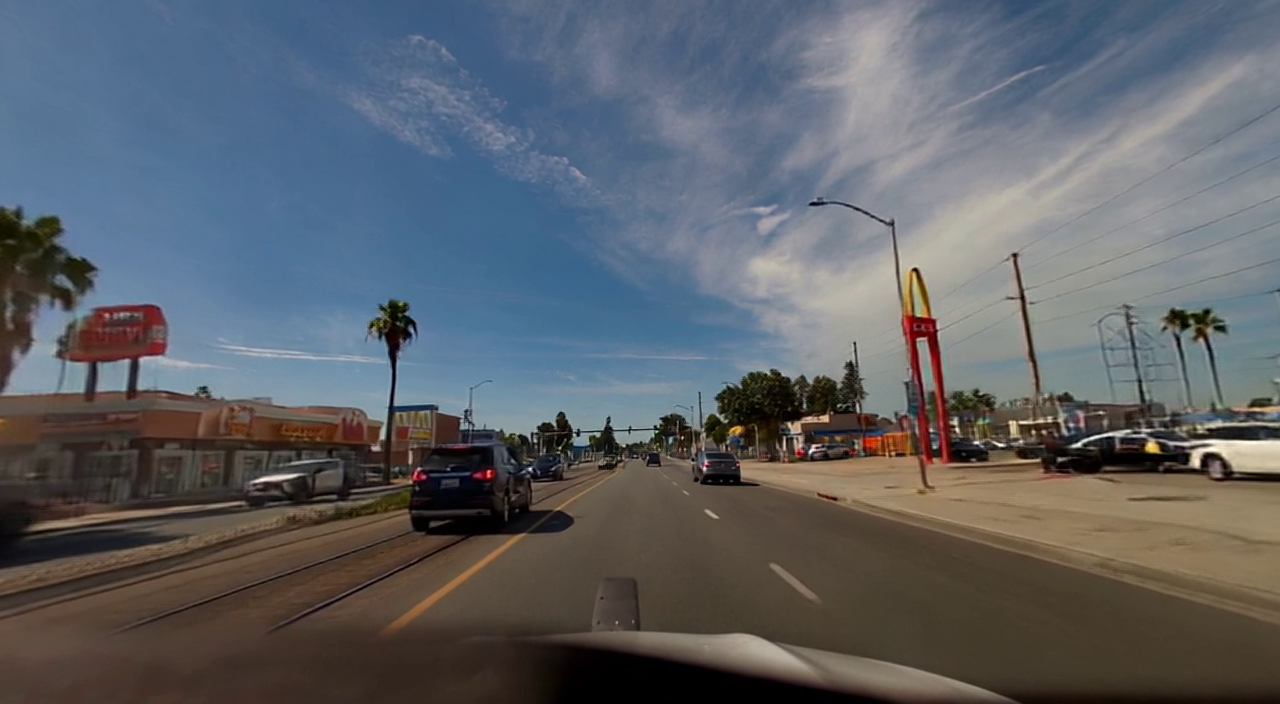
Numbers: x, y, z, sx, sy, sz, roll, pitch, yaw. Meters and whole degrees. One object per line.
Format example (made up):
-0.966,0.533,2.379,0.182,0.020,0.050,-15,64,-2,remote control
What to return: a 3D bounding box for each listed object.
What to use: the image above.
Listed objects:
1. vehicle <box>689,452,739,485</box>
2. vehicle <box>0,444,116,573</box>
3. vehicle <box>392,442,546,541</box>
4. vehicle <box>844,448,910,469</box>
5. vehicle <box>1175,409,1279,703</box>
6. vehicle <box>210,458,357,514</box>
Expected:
3.522,5.599,30.623,1.889,1.448,4.262,0,-9,0,vehicle
-10.390,2.185,8.591,2.169,1.853,4.853,-1,-9,3,vehicle
-3.032,2.539,12.175,2.021,1.550,4.090,0,-9,-3,vehicle
18.131,8.085,48.236,4.750,1.478,1.998,5,-10,-29,vehicle
3.535,0.716,0.839,1.987,1.474,4.198,0,-9,1,vehicle
-11.406,4.279,20.675,1.940,1.550,4.525,1,-9,3,vehicle
